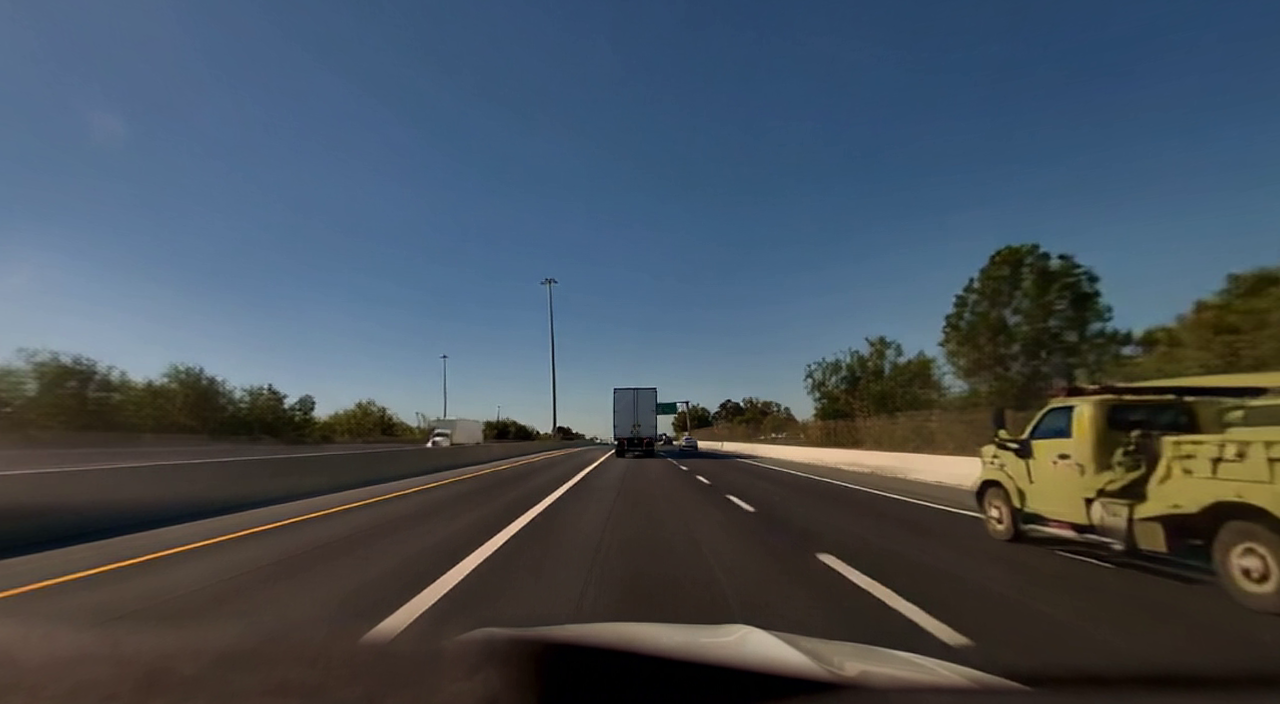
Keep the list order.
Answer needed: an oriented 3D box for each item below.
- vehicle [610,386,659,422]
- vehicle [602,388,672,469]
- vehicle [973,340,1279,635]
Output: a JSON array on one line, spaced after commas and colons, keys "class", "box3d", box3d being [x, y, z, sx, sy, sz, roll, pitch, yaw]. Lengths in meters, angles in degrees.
[{"class": "vehicle", "box3d": [-0.236, 2.475, 29.231, 2.112, 1.472, 4.240, 0, -8, 0]}, {"class": "vehicle", "box3d": [-0.340, 4.032, 33.384, 2.953, 3.406, 13.372, 1, -7, -2]}, {"class": "vehicle", "box3d": [5.032, 0.997, 5.058, 2.091, 1.829, 4.625, 0, -8, -1]}]
